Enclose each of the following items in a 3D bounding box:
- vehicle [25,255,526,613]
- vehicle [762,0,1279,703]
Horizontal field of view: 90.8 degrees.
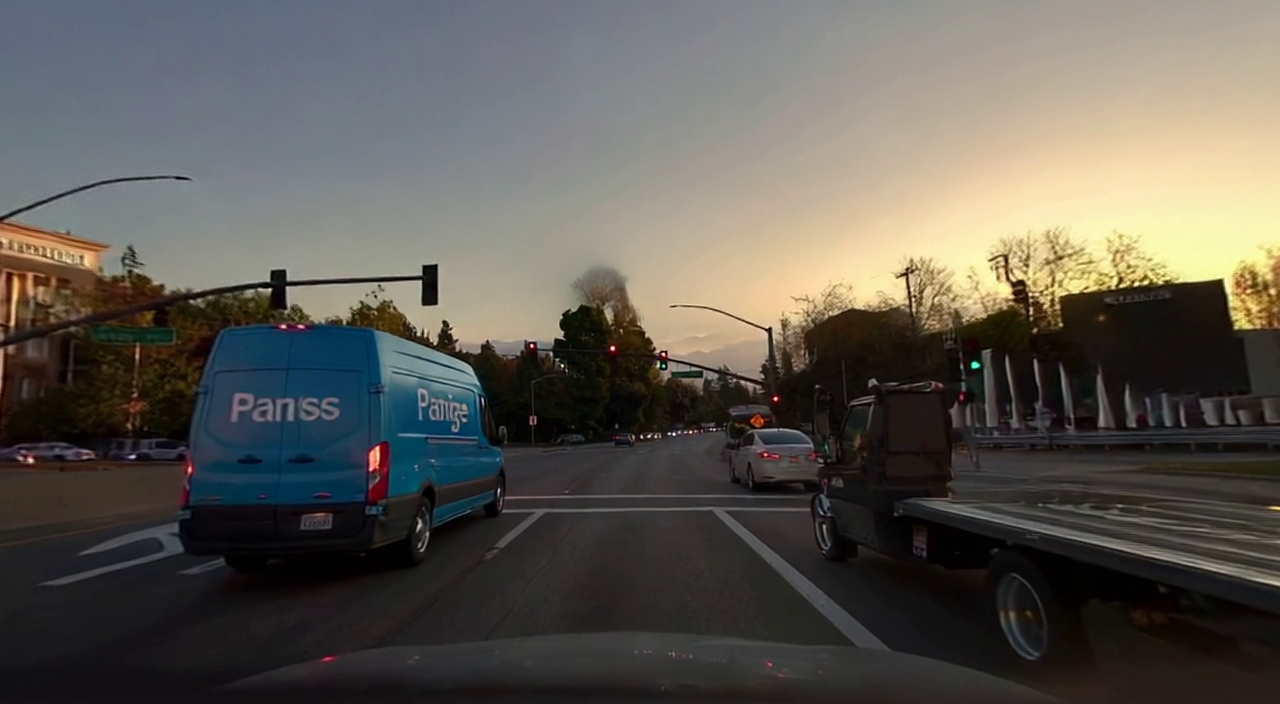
[{"bbox_3d":[-3.384,1.079,8.191,2.443,2.784,6.493,0,-9,1],"label":"vehicle"},{"bbox_3d":[3.156,-0.095,3.549,2.861,3.525,9.858,0,-9,-1],"label":"vehicle"}]
